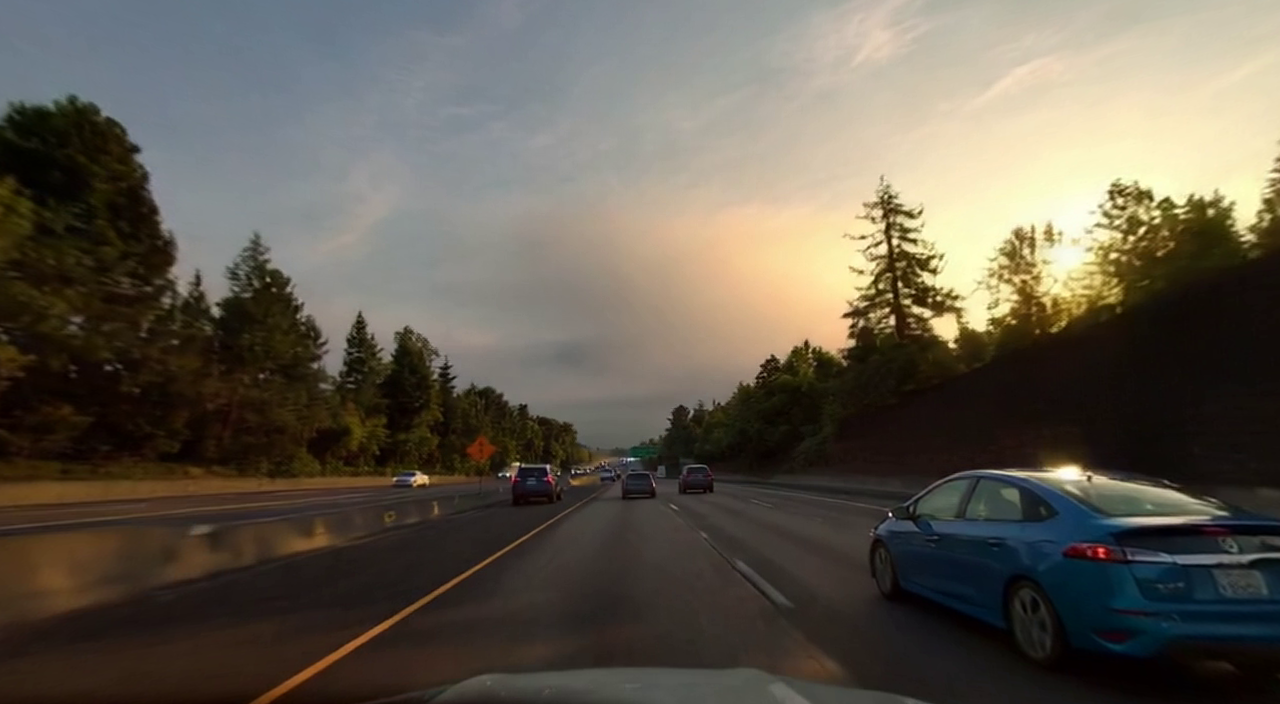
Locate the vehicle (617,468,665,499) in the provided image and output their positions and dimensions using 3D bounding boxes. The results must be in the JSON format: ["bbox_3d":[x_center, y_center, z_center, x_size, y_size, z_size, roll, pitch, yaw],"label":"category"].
[{"bbox_3d":[0.028,6.579,31.736,2.241,1.425,3.973,1,-10,0],"label":"vehicle"}]

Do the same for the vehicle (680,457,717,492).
[{"bbox_3d":[3.870,8.188,42.149,2.030,2.172,3.621,1,-10,-1],"label":"vehicle"}]

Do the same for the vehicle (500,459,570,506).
[{"bbox_3d":[-4.157,5.268,25.662,2.021,1.706,4.247,1,-10,0],"label":"vehicle"}]

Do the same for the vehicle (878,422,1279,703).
[{"bbox_3d":[3.528,1.455,4.724,1.938,1.561,3.786,1,-10,-1],"label":"vehicle"}]
